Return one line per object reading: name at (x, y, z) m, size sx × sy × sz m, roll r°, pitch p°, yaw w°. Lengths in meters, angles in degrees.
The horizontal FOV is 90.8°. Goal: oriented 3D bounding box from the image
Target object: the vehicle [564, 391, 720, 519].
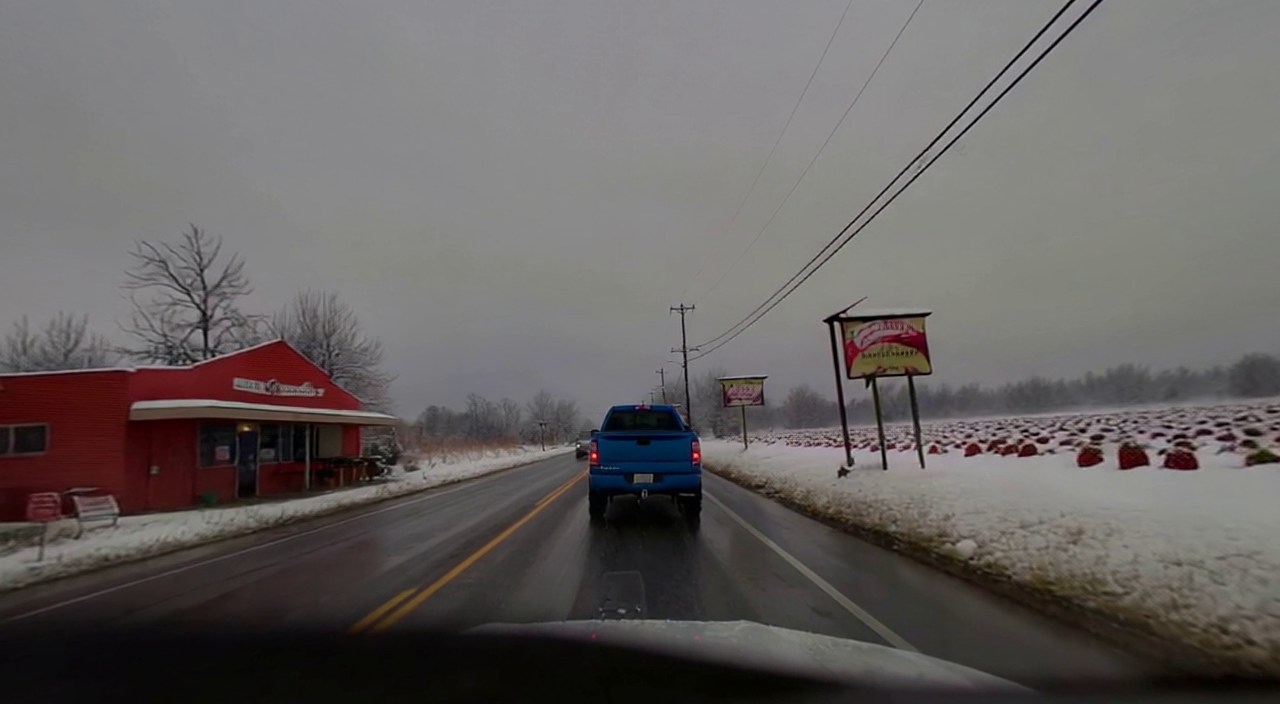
vehicle at (-0.045, 2.223, 14.018) m, size 2.693 × 2.223 × 5.885 m, roll 0°, pitch -8°, yaw -2°
